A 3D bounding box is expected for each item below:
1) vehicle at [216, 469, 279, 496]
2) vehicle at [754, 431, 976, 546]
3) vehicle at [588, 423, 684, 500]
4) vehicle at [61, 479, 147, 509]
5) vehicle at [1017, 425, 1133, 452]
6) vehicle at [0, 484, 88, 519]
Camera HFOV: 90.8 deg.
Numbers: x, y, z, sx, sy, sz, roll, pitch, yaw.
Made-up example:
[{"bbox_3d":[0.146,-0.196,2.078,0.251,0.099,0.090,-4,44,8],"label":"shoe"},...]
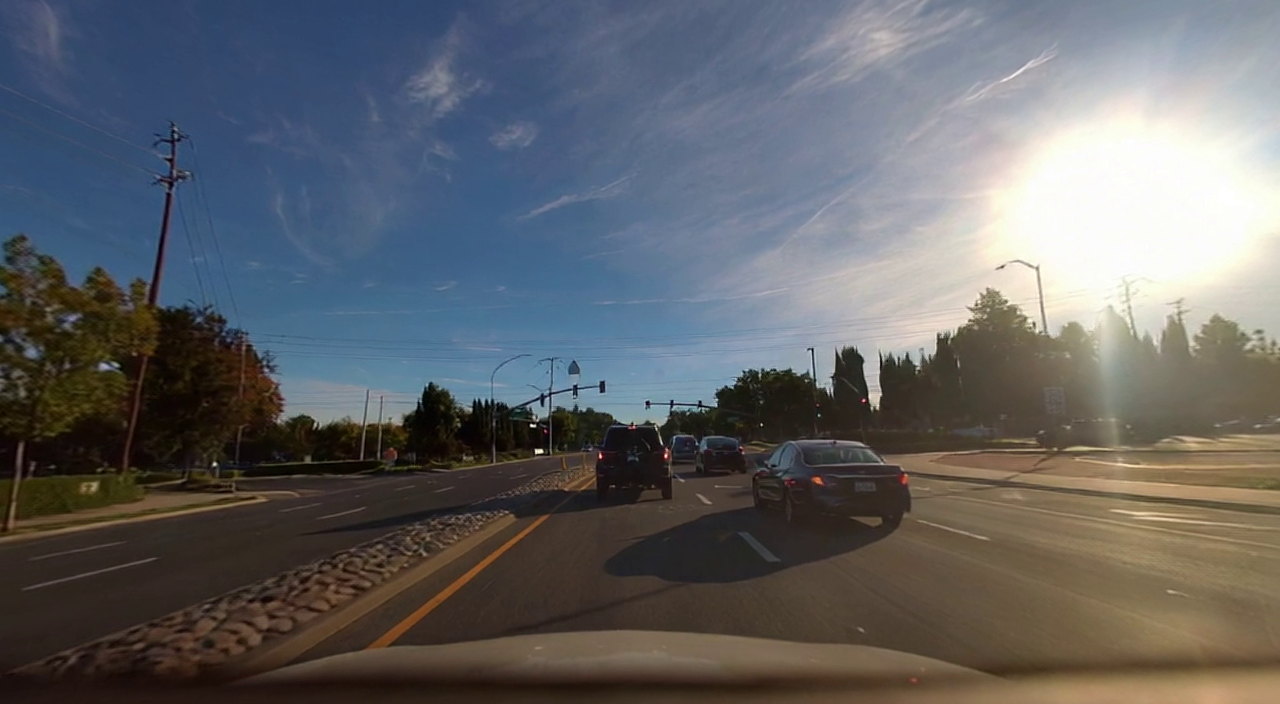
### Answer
[{"bbox_3d":[-25.413,8.414,40.900,3.826,1.522,1.741,-5,-9,29],"label":"vehicle"},{"bbox_3d":[3.317,2.103,10.474,1.984,1.462,4.513,0,-9,0],"label":"vehicle"},{"bbox_3d":[-0.120,2.958,17.354,2.300,1.821,4.254,0,-9,-1],"label":"vehicle"},{"bbox_3d":[-33.361,8.847,39.394,3.637,1.483,2.007,-2,-6,1],"label":"vehicle"},{"bbox_3d":[33.663,6.786,49.065,7.088,1.918,2.678,-7,-11,38],"label":"vehicle"},{"bbox_3d":[-32.673,7.995,33.803,4.224,1.614,2.123,-1,-9,1],"label":"vehicle"}]
